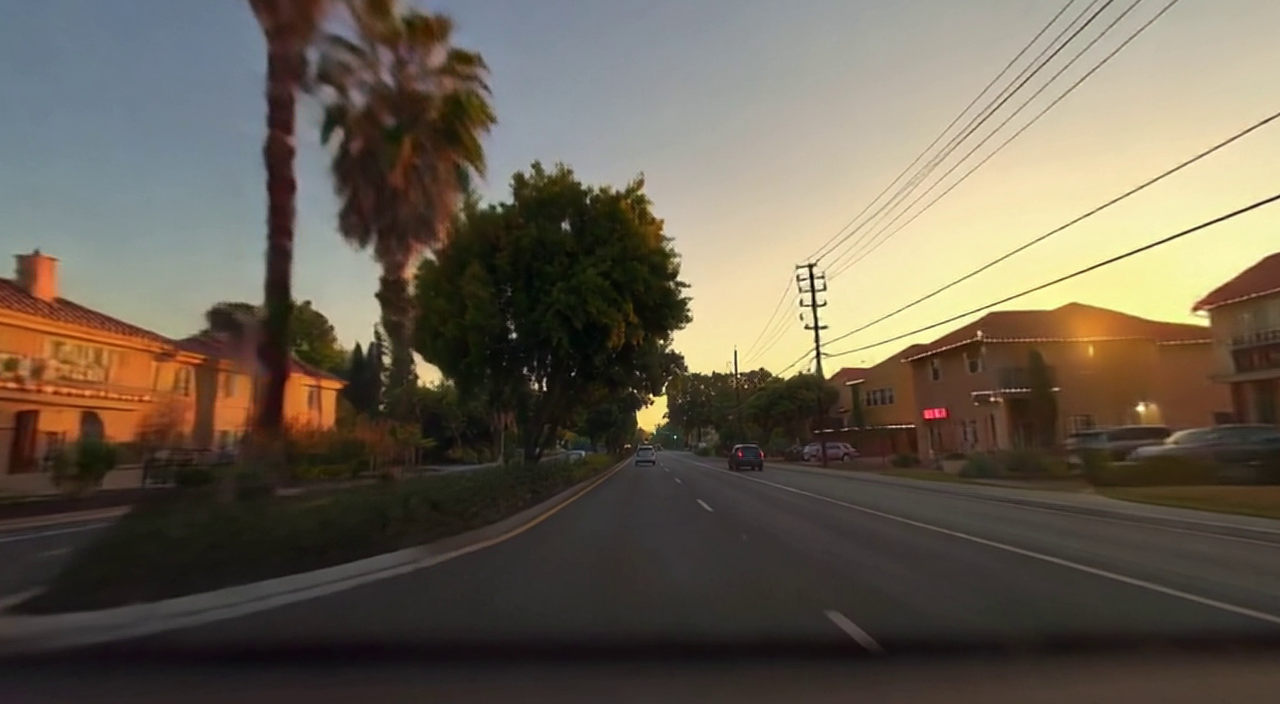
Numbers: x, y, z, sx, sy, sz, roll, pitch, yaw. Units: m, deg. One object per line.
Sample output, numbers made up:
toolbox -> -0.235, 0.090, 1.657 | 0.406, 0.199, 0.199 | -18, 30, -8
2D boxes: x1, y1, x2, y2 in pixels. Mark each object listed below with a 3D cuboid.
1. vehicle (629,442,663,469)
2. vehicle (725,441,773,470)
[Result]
vehicle -> 0.405, 7.013, 42.879 | 2.138, 1.702, 4.168 | 0, -9, 1
vehicle -> 6.867, 6.585, 40.183 | 2.252, 1.718, 4.617 | 0, -9, 0
